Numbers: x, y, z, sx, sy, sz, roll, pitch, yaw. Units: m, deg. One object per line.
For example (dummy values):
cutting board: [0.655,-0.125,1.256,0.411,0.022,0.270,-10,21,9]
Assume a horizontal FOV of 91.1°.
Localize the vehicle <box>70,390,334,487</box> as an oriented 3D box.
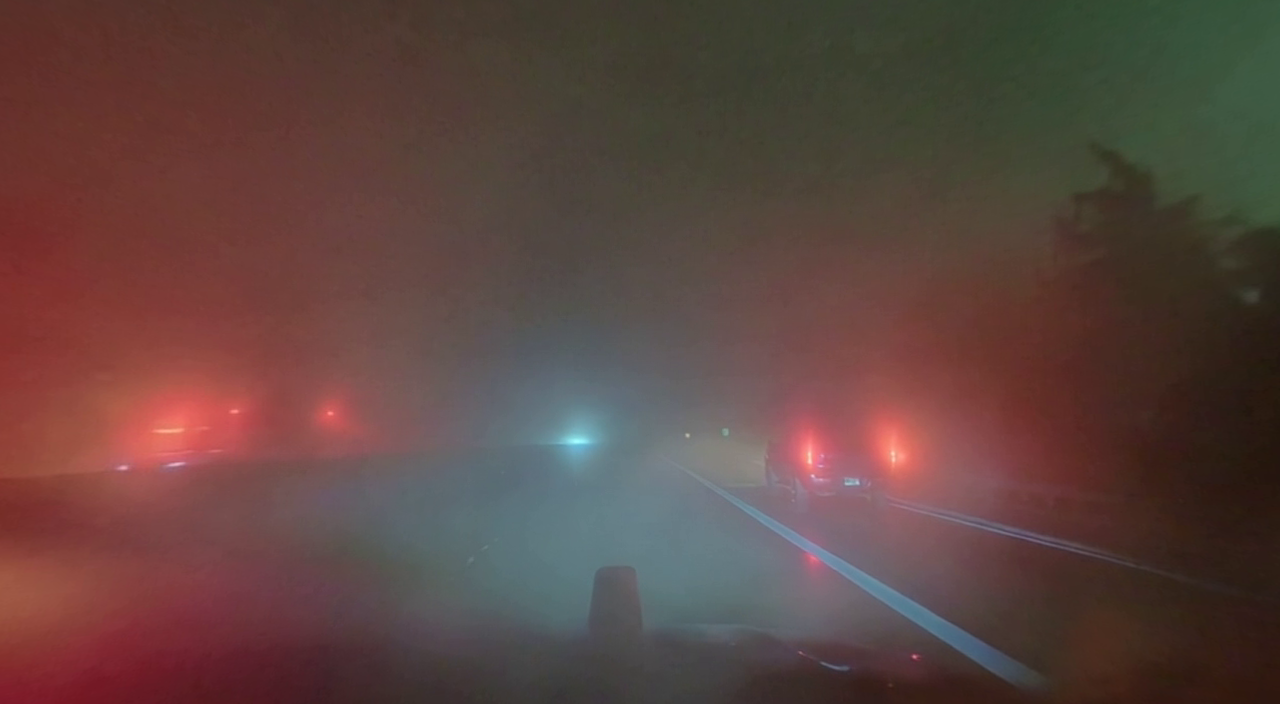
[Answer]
vehicle: [-22.844,4.832,35.317,3.192,4.094,16.559,0,-8,-1]
